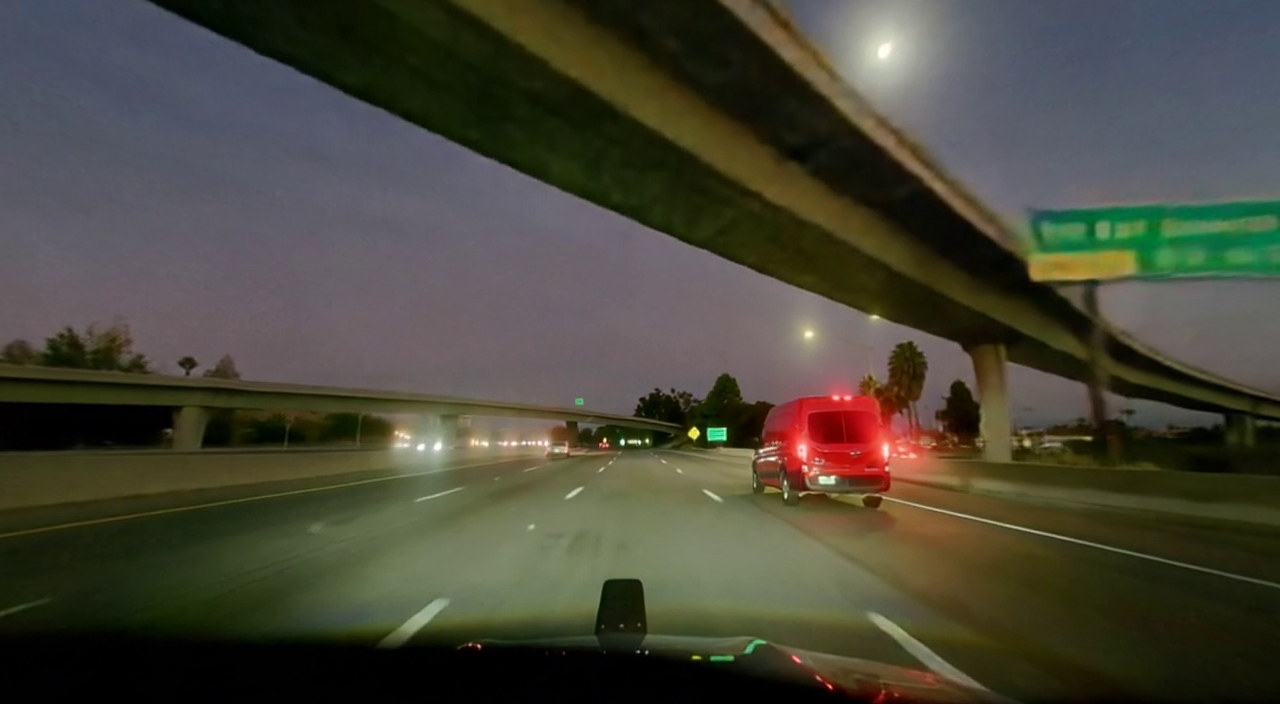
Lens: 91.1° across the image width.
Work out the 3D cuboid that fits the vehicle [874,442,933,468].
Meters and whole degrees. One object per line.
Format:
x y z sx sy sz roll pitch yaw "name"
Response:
18.712 7.326 44.888 2.294 1.737 4.708 0 -8 2 "vehicle"
